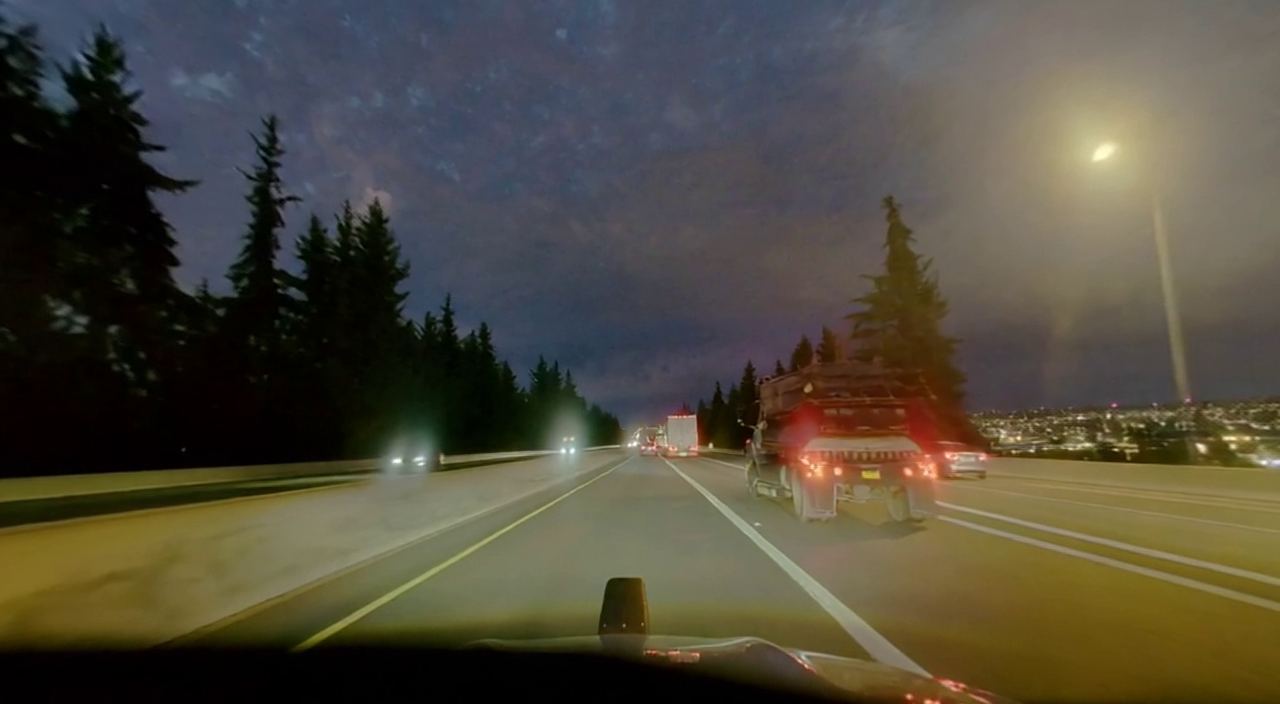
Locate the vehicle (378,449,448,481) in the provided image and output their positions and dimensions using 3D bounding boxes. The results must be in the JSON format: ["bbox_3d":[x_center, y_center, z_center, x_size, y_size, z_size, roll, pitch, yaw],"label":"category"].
[{"bbox_3d":[-12.049,5.993,33.724,1.915,1.496,4.610,0,-8,1],"label":"vehicle"}]

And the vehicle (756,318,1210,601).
[{"bbox_3d":[3.522,1.359,8.675,2.677,2.439,6.402,0,-8,1],"label":"vehicle"}]
